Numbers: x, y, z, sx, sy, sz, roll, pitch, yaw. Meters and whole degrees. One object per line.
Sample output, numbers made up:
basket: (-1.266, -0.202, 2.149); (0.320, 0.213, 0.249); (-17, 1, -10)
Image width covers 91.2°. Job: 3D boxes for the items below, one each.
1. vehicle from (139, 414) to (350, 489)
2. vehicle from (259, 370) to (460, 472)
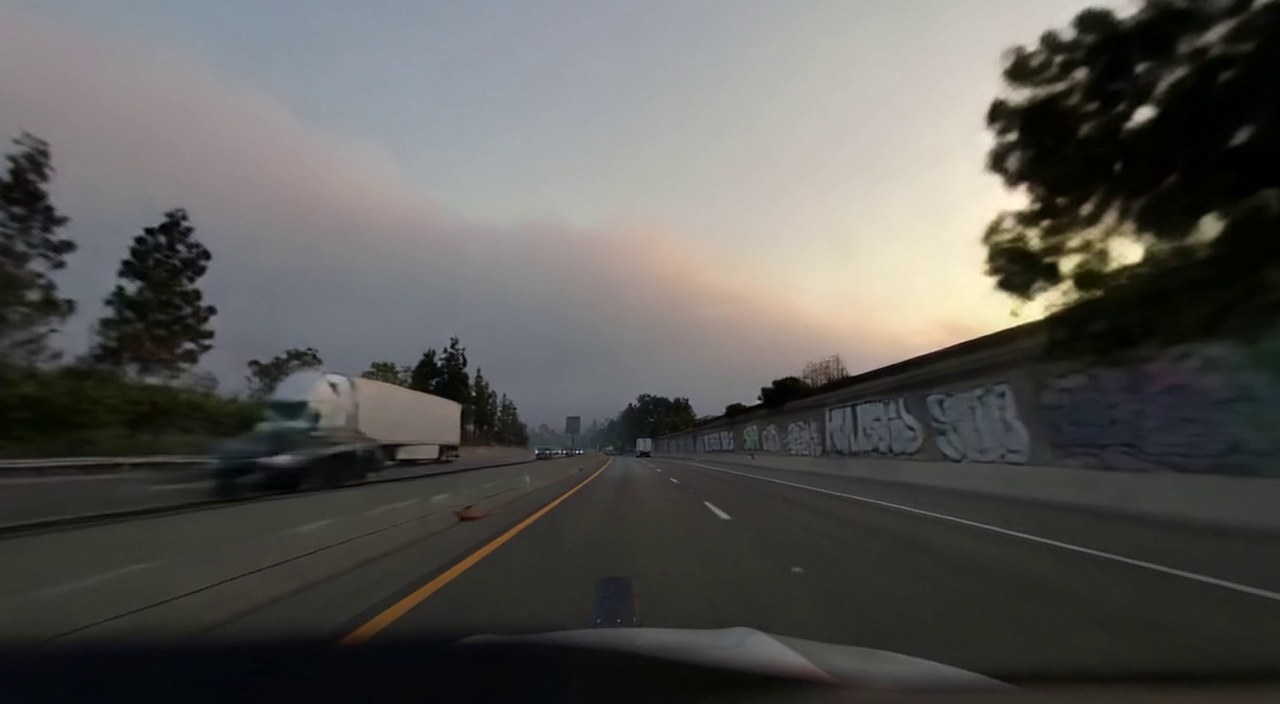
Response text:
vehicle: (-9.301, 2.424, 15.387); (2.121, 1.540, 4.733); (0, -9, 0)
vehicle: (-13.424, 4.001, 33.071); (3.086, 3.976, 16.980); (0, -9, -1)
